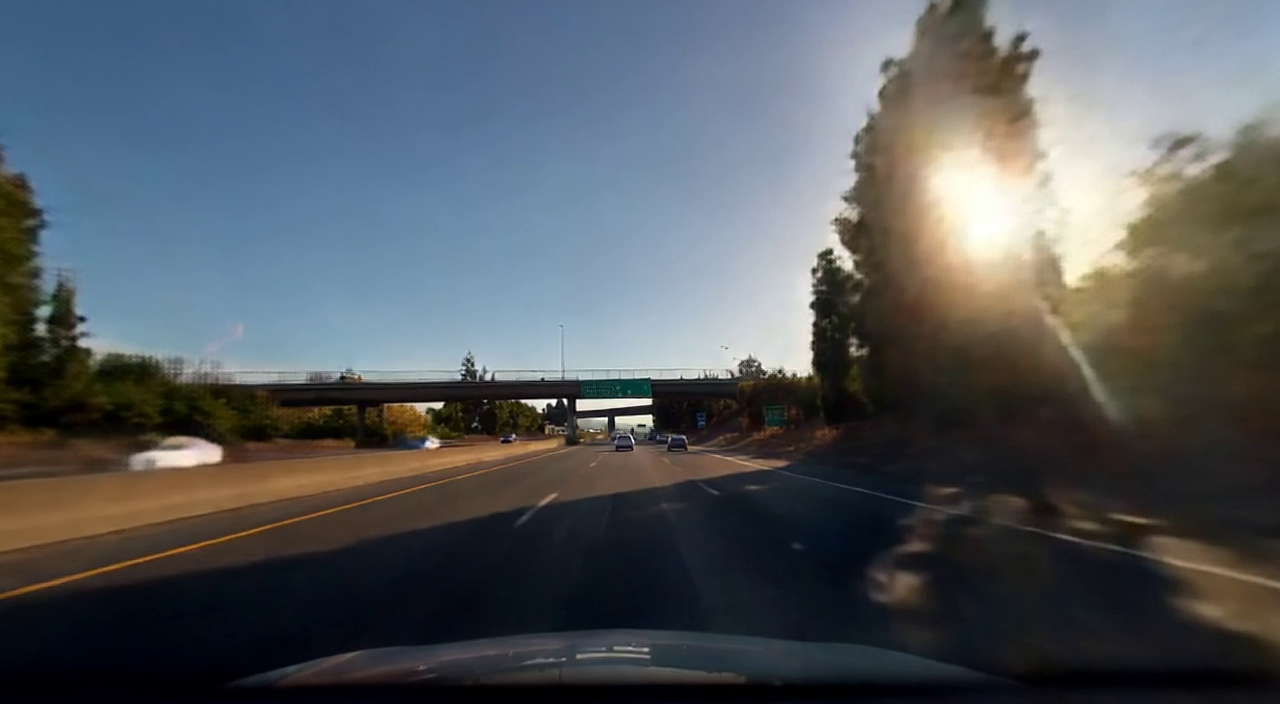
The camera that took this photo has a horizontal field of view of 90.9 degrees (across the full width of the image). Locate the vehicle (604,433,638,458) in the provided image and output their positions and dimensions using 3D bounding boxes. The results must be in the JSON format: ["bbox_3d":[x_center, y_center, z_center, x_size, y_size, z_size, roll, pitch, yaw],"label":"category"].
[{"bbox_3d":[-1.142,5.638,38.198,1.987,1.440,3.565,0,-8,-2],"label":"vehicle"}]

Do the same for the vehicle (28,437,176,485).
[{"bbox_3d":[-17.706,3.553,21.009,1.736,1.438,3.687,0,-8,-2],"label":"vehicle"}]
